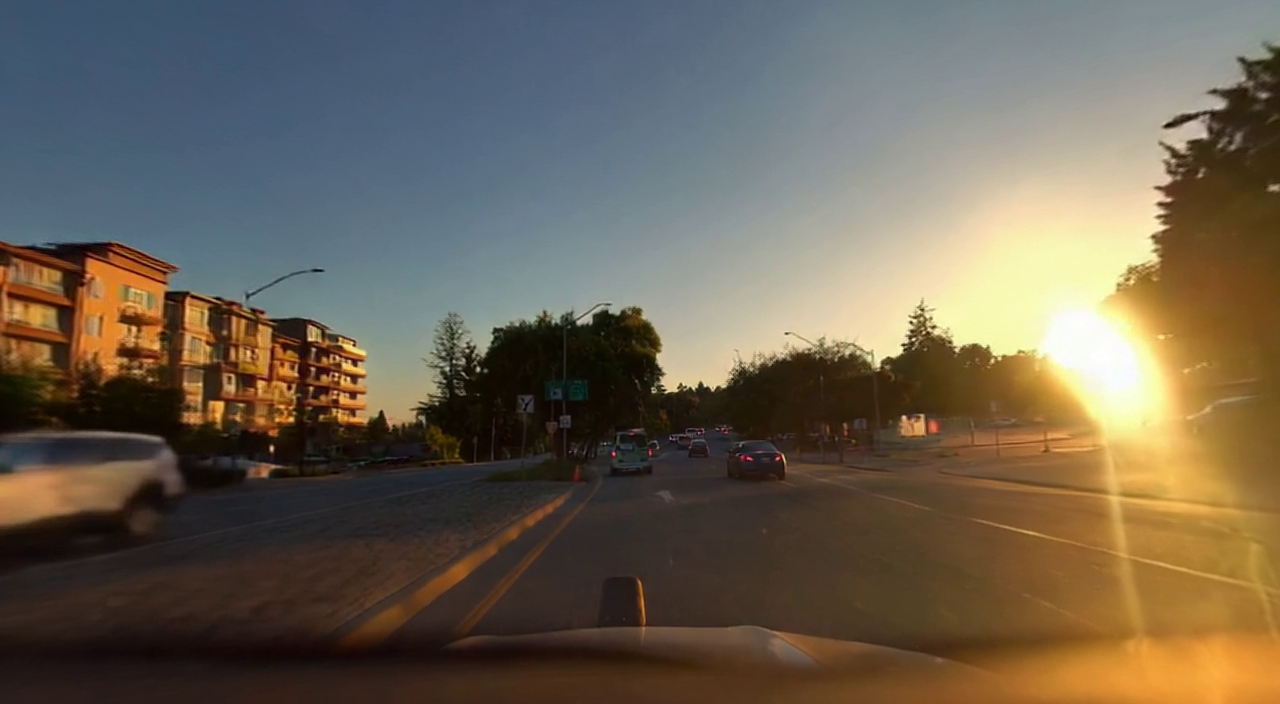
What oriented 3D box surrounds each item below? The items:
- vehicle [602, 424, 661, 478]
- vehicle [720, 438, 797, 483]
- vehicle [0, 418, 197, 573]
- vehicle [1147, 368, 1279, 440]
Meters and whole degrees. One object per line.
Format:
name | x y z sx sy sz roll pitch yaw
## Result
vehicle | -0.489 4.382 28.119 2.396 2.143 4.824 0 -8 -4
vehicle | 4.302 4.026 23.685 2.075 1.486 4.316 0 -8 0
vehicle | -8.872 1.967 9.069 1.873 1.894 4.186 0 -8 0
vehicle | 38.845 3.055 39.245 10.985 3.740 2.994 -6 -9 5
